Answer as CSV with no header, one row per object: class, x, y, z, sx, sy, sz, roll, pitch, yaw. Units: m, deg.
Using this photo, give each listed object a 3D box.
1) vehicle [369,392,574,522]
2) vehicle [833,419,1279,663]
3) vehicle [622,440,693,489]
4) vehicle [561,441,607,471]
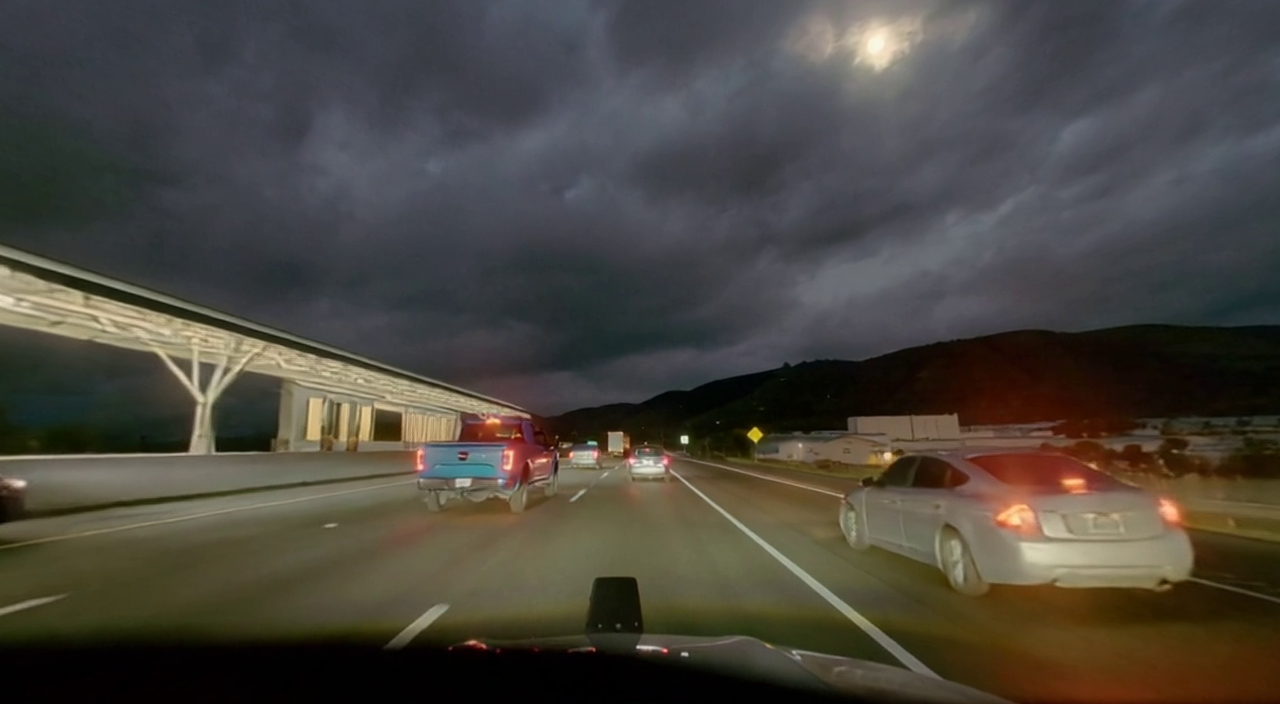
vehicle,-3.279,2.332,14.395,2.733,2.230,6.820,0,-9,1
vehicle,3.747,1.547,6.407,2.023,1.510,4.773,0,-9,-1
vehicle,0.507,3.740,21.293,2.171,1.493,4.081,0,-9,0
vehicle,-3.167,5.985,36.490,2.151,1.613,4.786,0,-9,1
